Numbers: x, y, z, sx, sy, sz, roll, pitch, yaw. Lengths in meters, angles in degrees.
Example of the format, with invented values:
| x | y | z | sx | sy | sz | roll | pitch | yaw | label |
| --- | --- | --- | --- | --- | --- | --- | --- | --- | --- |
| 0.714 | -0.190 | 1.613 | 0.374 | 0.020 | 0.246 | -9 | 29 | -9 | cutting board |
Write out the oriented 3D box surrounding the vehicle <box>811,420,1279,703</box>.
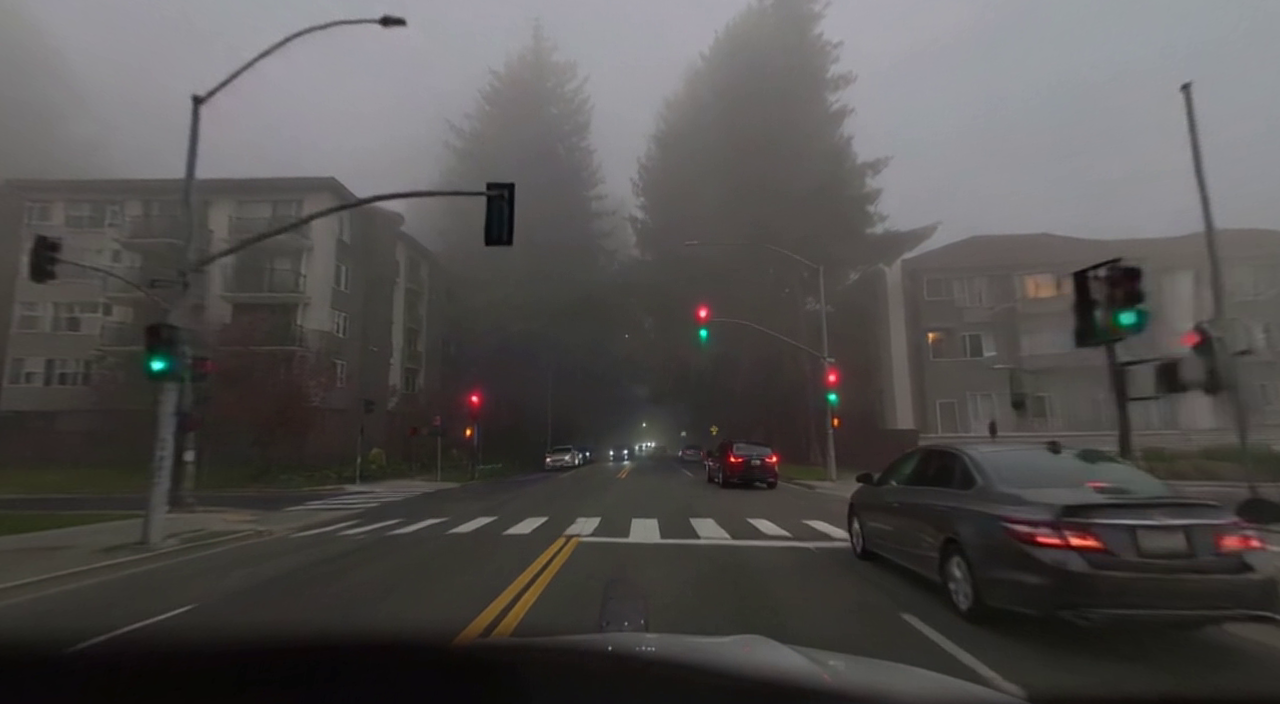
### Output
| x | y | z | sx | sy | sz | roll | pitch | yaw | label |
| --- | --- | --- | --- | --- | --- | --- | --- | --- | --- |
| 3.262 | 1.464 | 5.712 | 2.078 | 1.488 | 4.741 | 0 | -9 | 0 | vehicle |

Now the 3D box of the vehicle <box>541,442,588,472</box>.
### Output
| x | y | z | sx | sy | sz | roll | pitch | yaw | label |
| --- | --- | --- | --- | --- | --- | --- | --- | --- | --- |
| -5.099 | 7.188 | 43.439 | 2.350 | 1.929 | 5.772 | 0 | -9 | 2 | vehicle |

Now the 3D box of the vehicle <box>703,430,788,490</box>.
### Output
| x | y | z | sx | sy | sz | roll | pitch | yaw | label |
| --- | --- | --- | --- | --- | --- | --- | --- | --- | --- |
| 3.535 | 3.722 | 22.080 | 2.199 | 1.872 | 4.513 | 0 | -9 | 0 | vehicle |

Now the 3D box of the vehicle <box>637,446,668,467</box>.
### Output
| x | y | z | sx | sy | sz | roll | pitch | yaw | label |
| --- | --- | --- | --- | --- | --- | --- | --- | --- | --- |
| 0.831 | 7.510 | 45.474 | 2.097 | 1.463 | 4.043 | 0 | -9 | 0 | vehicle |
